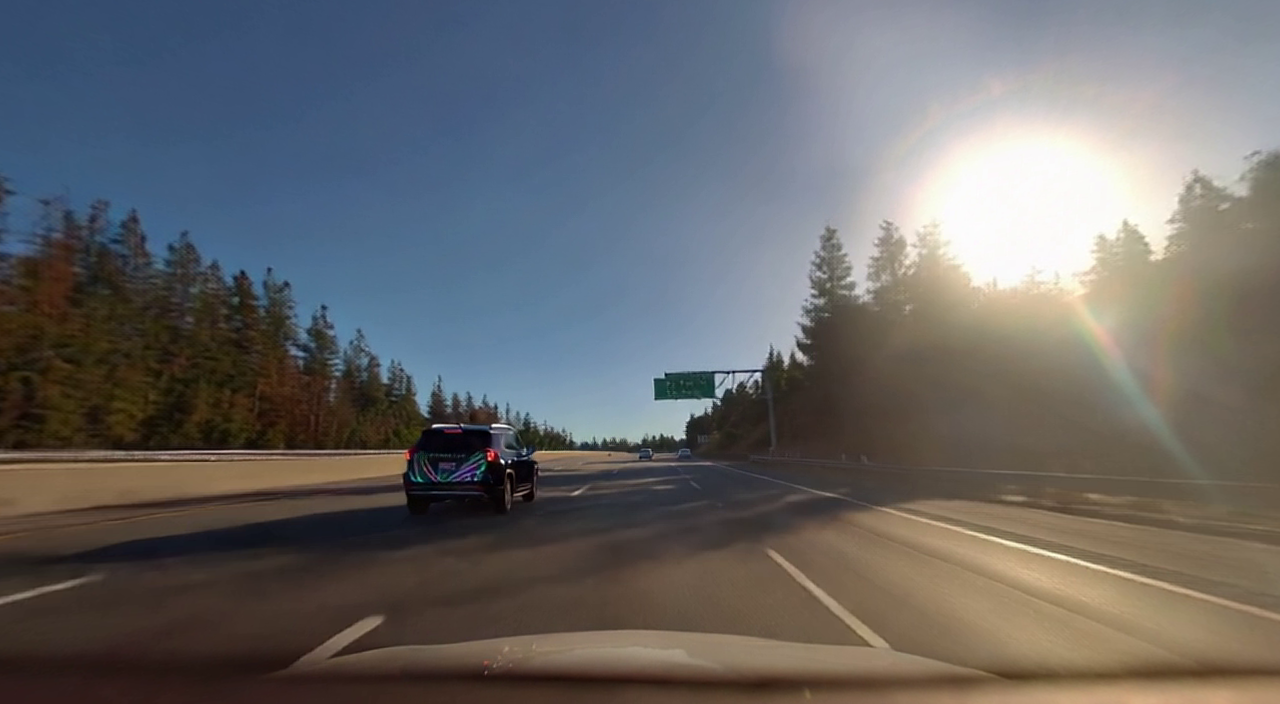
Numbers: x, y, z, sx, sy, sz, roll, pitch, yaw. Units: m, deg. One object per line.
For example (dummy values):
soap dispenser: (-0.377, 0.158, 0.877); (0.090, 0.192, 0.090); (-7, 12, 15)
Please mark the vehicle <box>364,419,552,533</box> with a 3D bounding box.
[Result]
vehicle: (-3.267, 2.336, 12.542); (2.183, 1.803, 4.685); (0, -8, 2)
